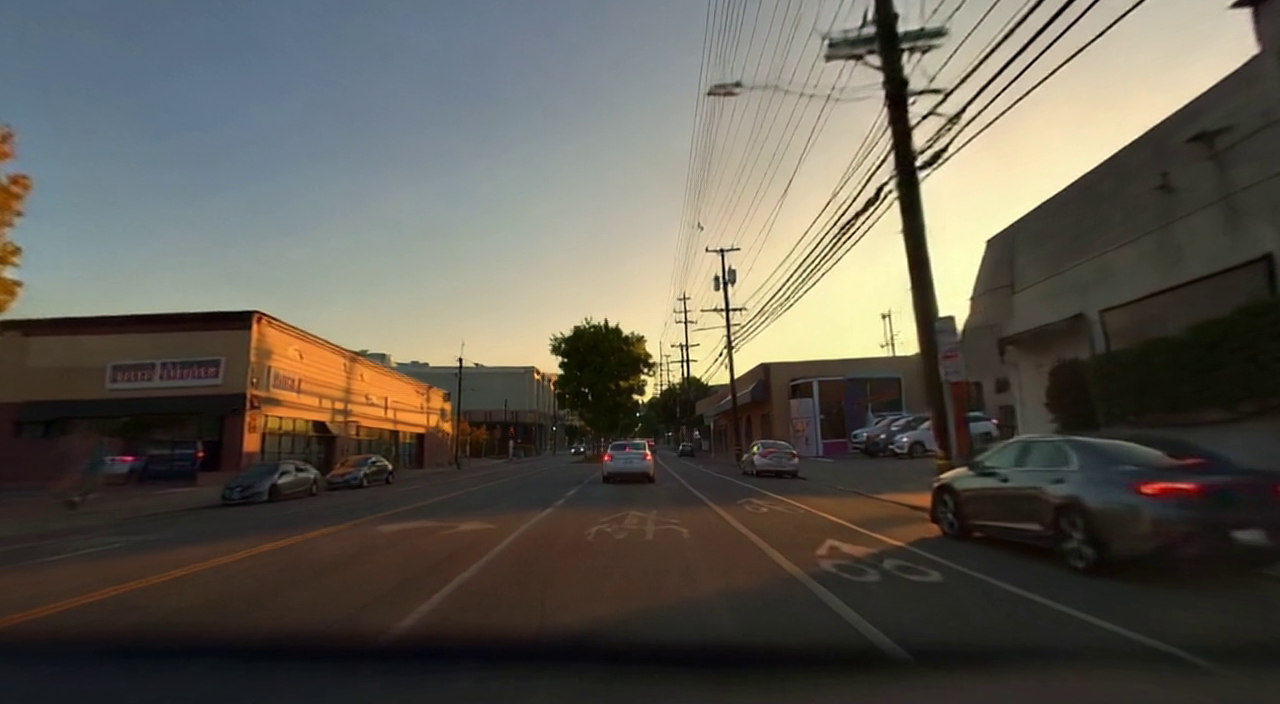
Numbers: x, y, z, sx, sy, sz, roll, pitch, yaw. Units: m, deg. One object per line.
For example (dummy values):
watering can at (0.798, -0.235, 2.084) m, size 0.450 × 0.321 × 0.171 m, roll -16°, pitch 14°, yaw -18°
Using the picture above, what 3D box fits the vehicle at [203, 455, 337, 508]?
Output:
vehicle at (-11.798, 4.127, 20.566) m, size 1.828 × 1.457 × 4.371 m, roll 0°, pitch -8°, yaw -2°

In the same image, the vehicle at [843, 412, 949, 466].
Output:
vehicle at (11.103, 3.843, 28.023) m, size 2.329 × 2.145 × 5.841 m, roll 0°, pitch -8°, yaw 1°

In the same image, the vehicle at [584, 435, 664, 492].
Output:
vehicle at (-0.445, 3.259, 18.804) m, size 2.116 × 1.479 × 3.980 m, roll 0°, pitch -8°, yaw -1°

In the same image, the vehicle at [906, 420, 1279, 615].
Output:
vehicle at (5.072, 1.595, 7.170) m, size 1.987 × 1.459 × 4.677 m, roll 0°, pitch -8°, yaw -1°

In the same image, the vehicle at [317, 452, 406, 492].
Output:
vehicle at (-11.637, 5.009, 26.739) m, size 1.817 × 1.480 × 4.282 m, roll 0°, pitch -8°, yaw 0°

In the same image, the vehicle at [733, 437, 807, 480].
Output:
vehicle at (5.112, 4.253, 25.508) m, size 1.937 × 1.523 × 4.541 m, roll 0°, pitch -8°, yaw -1°
